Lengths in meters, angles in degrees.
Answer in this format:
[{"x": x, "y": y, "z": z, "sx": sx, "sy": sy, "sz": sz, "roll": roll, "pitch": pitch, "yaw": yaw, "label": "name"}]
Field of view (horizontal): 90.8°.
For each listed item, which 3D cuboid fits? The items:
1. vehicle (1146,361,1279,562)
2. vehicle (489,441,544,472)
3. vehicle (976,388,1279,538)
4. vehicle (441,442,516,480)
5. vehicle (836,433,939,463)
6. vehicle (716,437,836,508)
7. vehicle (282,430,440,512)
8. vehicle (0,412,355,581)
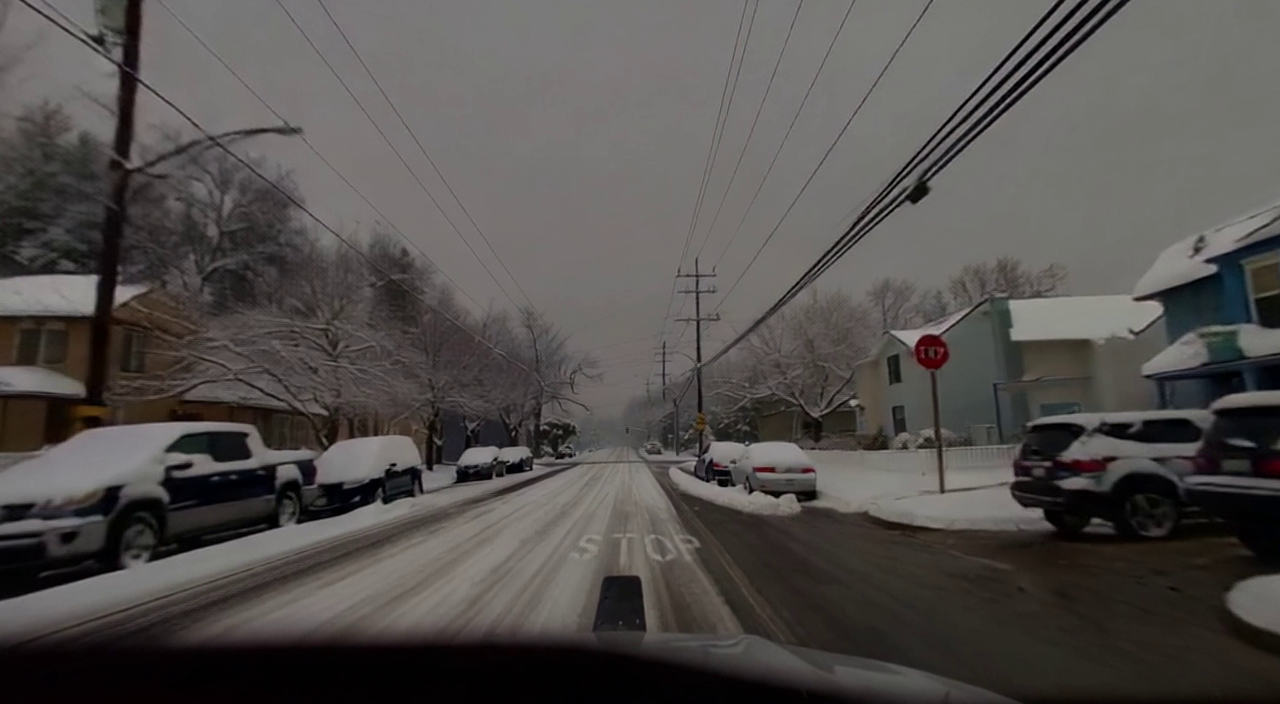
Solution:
[{"x": 8.474, "y": 1.123, "z": 6.533, "sx": 4.507, "sy": 1.939, "sz": 2.304, "roll": 0, "pitch": -9, "yaw": -4, "label": "vehicle"}, {"x": -6.604, "y": 5.630, "z": 34.237, "sx": 2.026, "sy": 1.560, "sz": 4.062, "roll": 0, "pitch": -8, "yaw": 2, "label": "vehicle"}, {"x": 8.396, "y": 1.557, "z": 9.259, "sx": 5.541, "sy": 1.820, "sz": 2.319, "roll": -1, "pitch": -9, "yaw": 0, "label": "vehicle"}, {"x": -6.877, "y": 4.686, "z": 27.427, "sx": 2.056, "sy": 1.481, "sz": 4.451, "roll": 0, "pitch": -8, "yaw": 0, "label": "vehicle"}, {"x": 16.705, "y": 6.494, "z": 42.933, "sx": 6.022, "sy": 1.953, "sz": 2.250, "roll": 0, "pitch": -9, "yaw": 1, "label": "vehicle"}, {"x": 3.317, "y": 3.056, "z": 16.664, "sx": 1.963, "sy": 1.536, "sz": 5.446, "roll": 0, "pitch": -8, "yaw": 0, "label": "vehicle"}, {"x": -6.616, "y": 2.851, "z": 15.638, "sx": 1.896, "sy": 1.703, "sz": 4.586, "roll": 0, "pitch": -8, "yaw": -1, "label": "vehicle"}, {"x": -6.574, "y": 1.920, "z": 9.388, "sx": 2.136, "sy": 1.757, "sz": 5.365, "roll": 0, "pitch": -8, "yaw": 0, "label": "vehicle"}]
